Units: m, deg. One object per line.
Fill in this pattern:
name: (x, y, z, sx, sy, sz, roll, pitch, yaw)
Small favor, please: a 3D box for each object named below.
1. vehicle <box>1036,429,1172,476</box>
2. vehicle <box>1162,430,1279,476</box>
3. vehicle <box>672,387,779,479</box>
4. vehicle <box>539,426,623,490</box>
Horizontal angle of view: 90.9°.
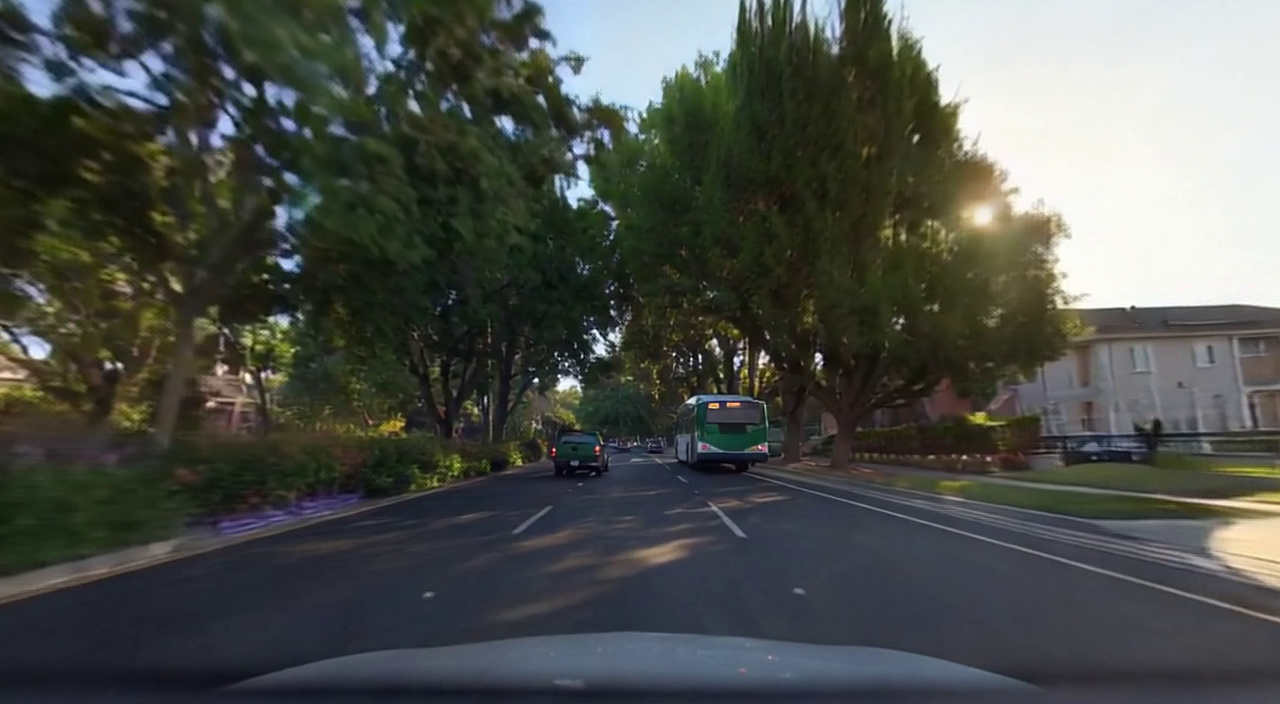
vehicle: (16.609, 3.660, 22.885, 1.797, 1.455, 4.342, -2, -9, 3)
vehicle: (21.925, 3.644, 22.970, 1.905, 1.481, 4.731, -1, -9, 4)
vehicle: (3.359, 3.821, 28.819, 3.059, 3.264, 12.623, 0, -8, 0)
vehicle: (-1.802, 3.491, 21.095, 2.074, 1.849, 5.137, 0, -8, 3)
